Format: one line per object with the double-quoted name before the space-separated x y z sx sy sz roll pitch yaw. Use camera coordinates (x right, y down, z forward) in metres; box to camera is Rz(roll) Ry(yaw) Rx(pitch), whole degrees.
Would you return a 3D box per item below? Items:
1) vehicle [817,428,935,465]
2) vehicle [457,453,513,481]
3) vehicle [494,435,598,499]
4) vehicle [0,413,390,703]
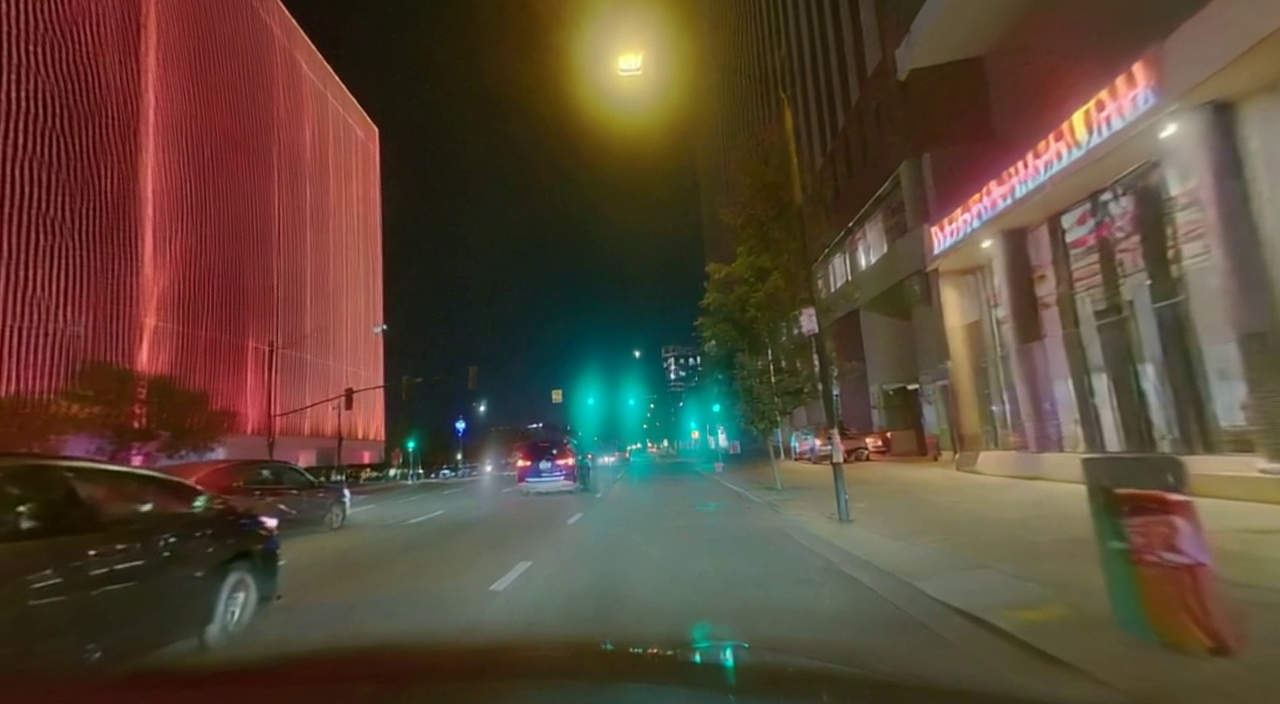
"vehicle" 10.304 4.189 27.802 4.361 1.550 2.087 0 -10 3
"vehicle" -8.917 6.662 36.612 1.843 1.483 4.254 -3 -10 5
"vehicle" -2.761 3.543 19.864 2.277 1.743 4.893 -1 -9 3
"vehicle" -3.276 1.106 3.152 2.037 1.484 4.603 0 -9 2
